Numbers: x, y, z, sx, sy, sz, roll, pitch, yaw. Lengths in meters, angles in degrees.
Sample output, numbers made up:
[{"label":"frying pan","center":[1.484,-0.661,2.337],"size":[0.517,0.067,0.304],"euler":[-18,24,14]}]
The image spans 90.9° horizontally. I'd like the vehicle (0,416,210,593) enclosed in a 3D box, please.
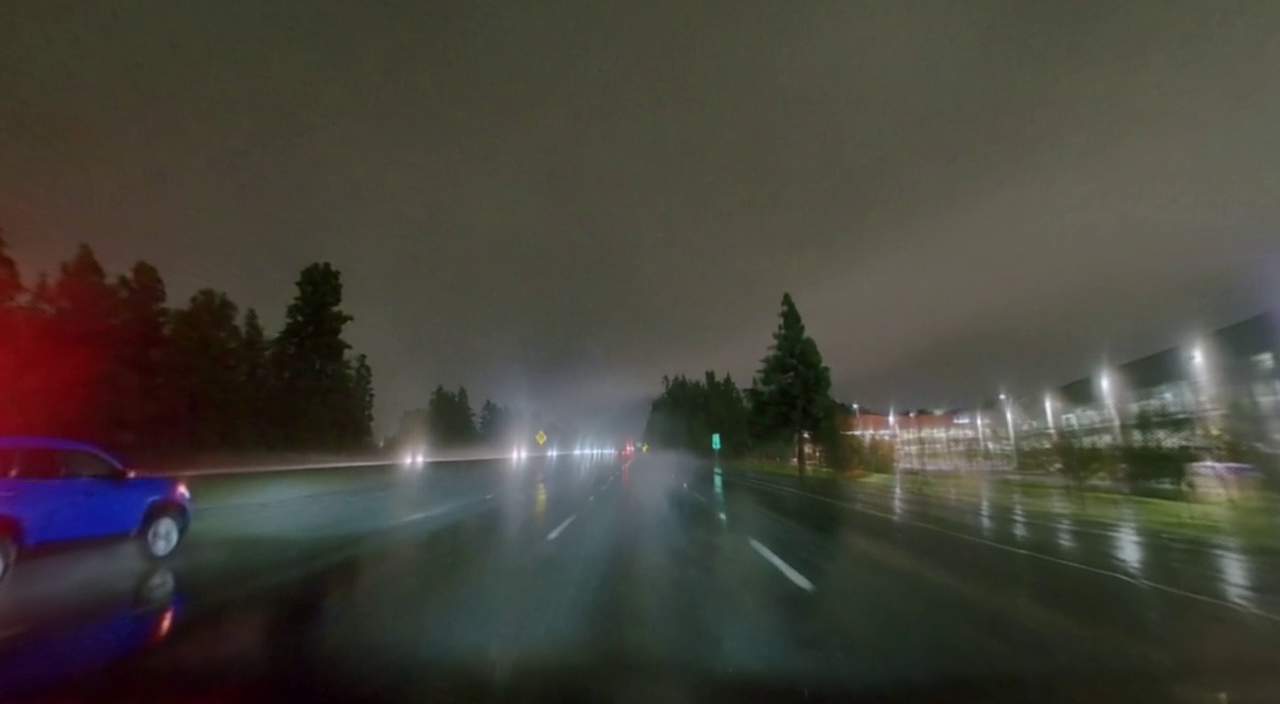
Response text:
[{"label":"vehicle","center":[-7.299,1.564,6.675],"size":[2.148,1.709,4.678],"euler":[0,-8,1]}]
